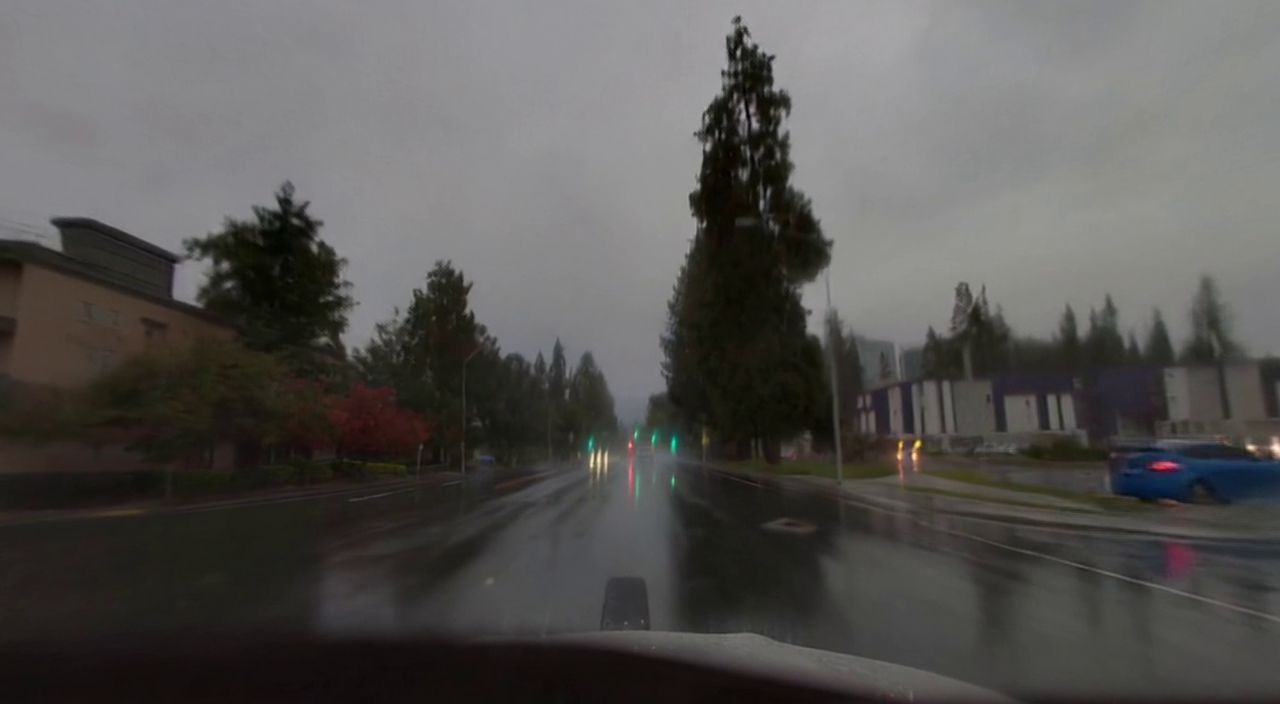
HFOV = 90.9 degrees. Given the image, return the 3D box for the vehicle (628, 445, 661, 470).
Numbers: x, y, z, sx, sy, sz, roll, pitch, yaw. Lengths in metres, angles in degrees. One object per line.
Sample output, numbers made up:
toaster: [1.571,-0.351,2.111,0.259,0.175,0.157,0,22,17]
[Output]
vehicle: [0.335,7.383,44.396,2.200,1.653,4.127,0,-8,1]

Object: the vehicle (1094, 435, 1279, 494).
vehicle: [15.411,2.993,16.938,4.824,1.462,1.974,0,-9,0]
